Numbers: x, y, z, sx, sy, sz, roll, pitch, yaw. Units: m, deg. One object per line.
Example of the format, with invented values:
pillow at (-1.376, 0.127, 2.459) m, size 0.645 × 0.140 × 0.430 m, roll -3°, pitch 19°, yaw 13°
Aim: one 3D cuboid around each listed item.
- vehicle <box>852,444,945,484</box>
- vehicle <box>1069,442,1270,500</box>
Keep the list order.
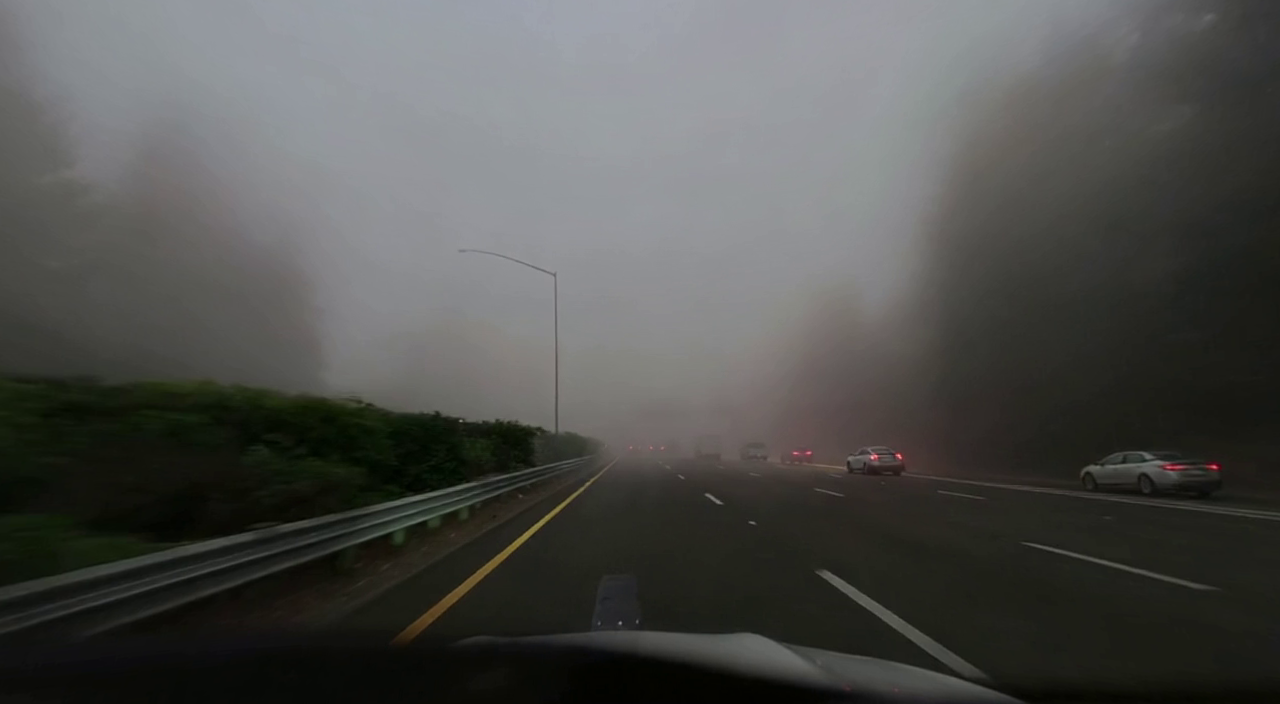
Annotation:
vehicle at (10.072, 4.369, 24.987) m, size 1.836 × 1.418 × 4.132 m, roll 0°, pitch -9°, yaw -1°
vehicle at (15.378, 3.454, 18.801) m, size 1.915 × 1.479 × 4.691 m, roll 0°, pitch -9°, yaw 0°
